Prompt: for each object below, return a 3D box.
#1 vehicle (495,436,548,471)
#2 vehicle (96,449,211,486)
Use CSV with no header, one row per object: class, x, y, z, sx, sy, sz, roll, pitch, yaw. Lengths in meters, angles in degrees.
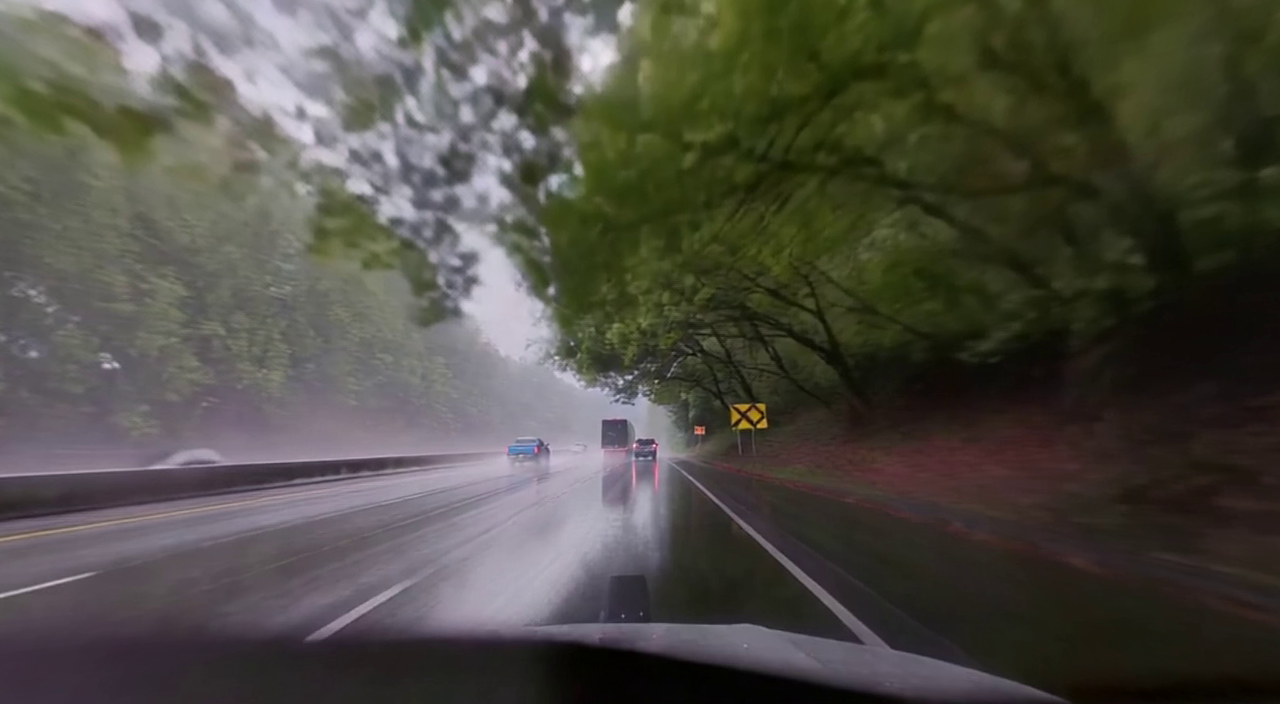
vehicle,-6.878,5.944,37.171,2.149,1.884,4.627,0,-8,1
vehicle,-25.773,6.105,33.696,2.131,1.760,4.854,0,-8,2
